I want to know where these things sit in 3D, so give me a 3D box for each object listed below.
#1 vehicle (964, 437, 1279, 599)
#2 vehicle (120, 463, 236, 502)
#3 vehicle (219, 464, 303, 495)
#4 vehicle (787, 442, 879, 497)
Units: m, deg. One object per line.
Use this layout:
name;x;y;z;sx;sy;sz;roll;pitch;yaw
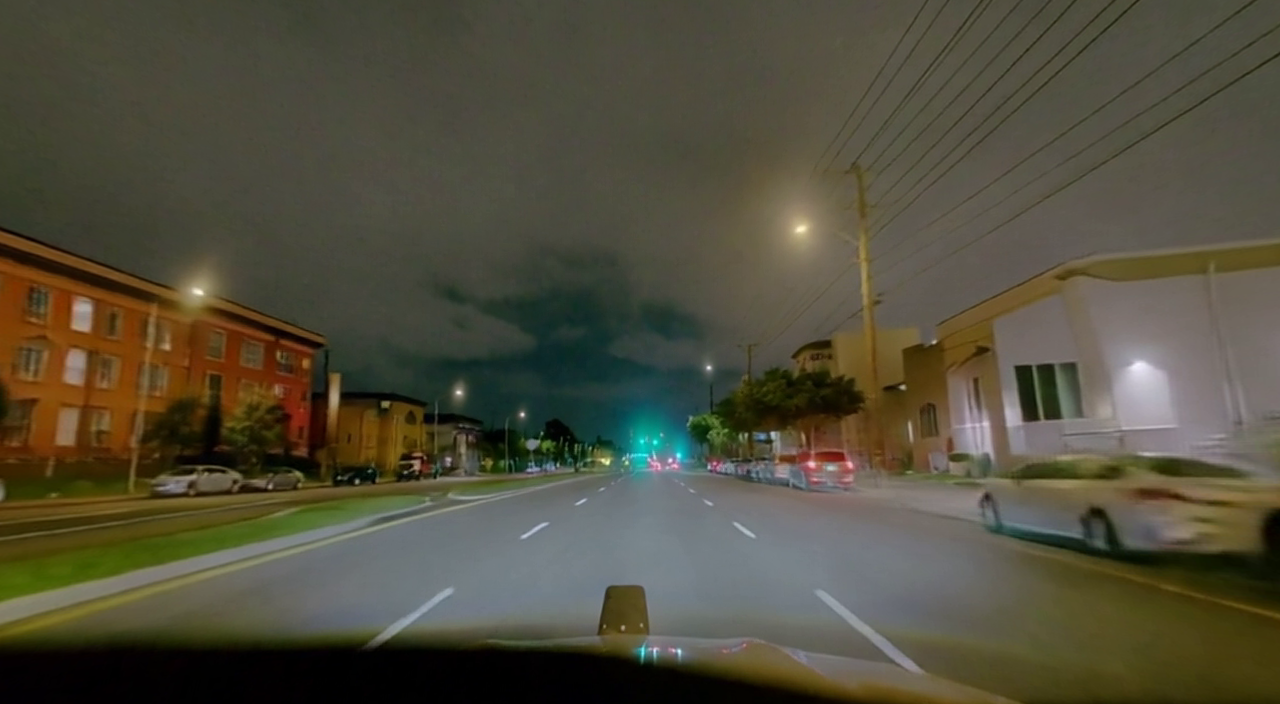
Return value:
vehicle;6.785;1.988;8.703;1.881;1.559;4.959;0;-8;-2
vehicle;-22.286;6.283;30.697;1.966;1.595;4.719;-1;-8;1
vehicle;-22.081;7.436;36.989;1.921;1.508;4.738;-1;-8;1
vehicle;7.121;4.353;23.798;1.998;1.819;4.621;0;-8;0
